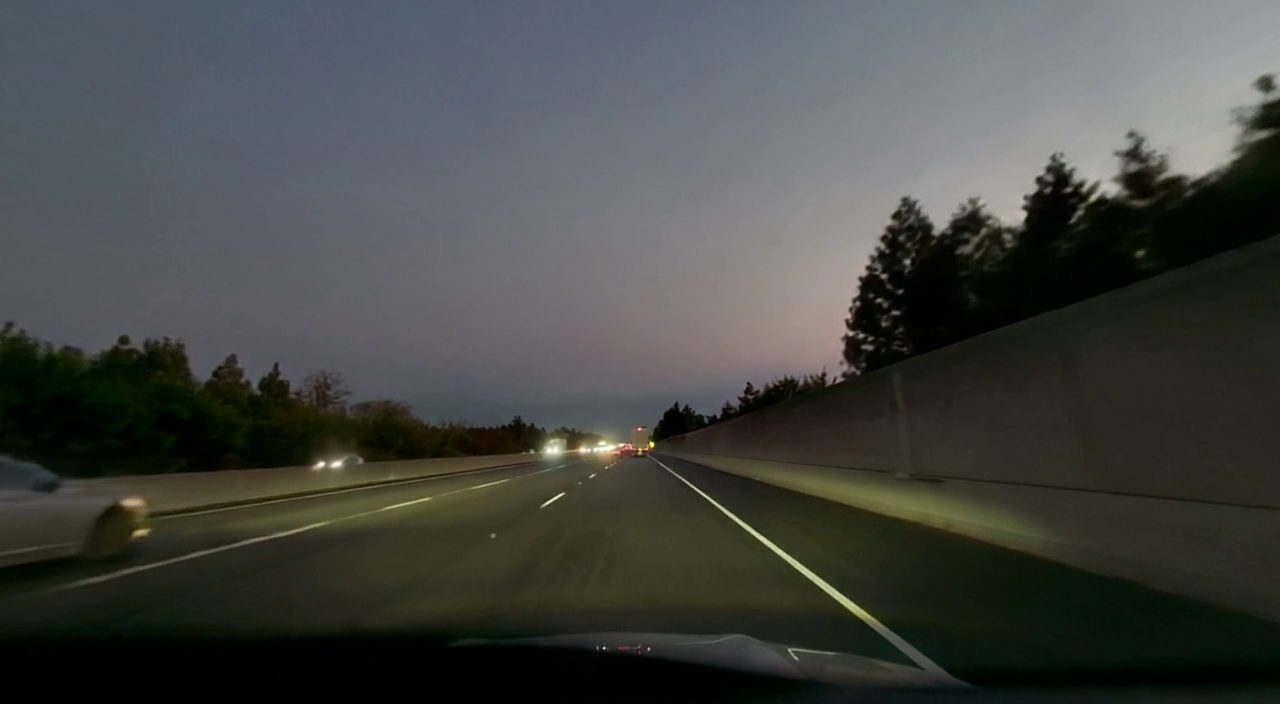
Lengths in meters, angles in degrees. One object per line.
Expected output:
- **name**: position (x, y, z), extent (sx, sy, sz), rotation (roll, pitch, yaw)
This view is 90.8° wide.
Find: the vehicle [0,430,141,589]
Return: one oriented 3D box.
- **vehicle**: position (-7.482, 1.446, 5.455), extent (2.179, 1.577, 5.070), rotation (0, -9, 0)
